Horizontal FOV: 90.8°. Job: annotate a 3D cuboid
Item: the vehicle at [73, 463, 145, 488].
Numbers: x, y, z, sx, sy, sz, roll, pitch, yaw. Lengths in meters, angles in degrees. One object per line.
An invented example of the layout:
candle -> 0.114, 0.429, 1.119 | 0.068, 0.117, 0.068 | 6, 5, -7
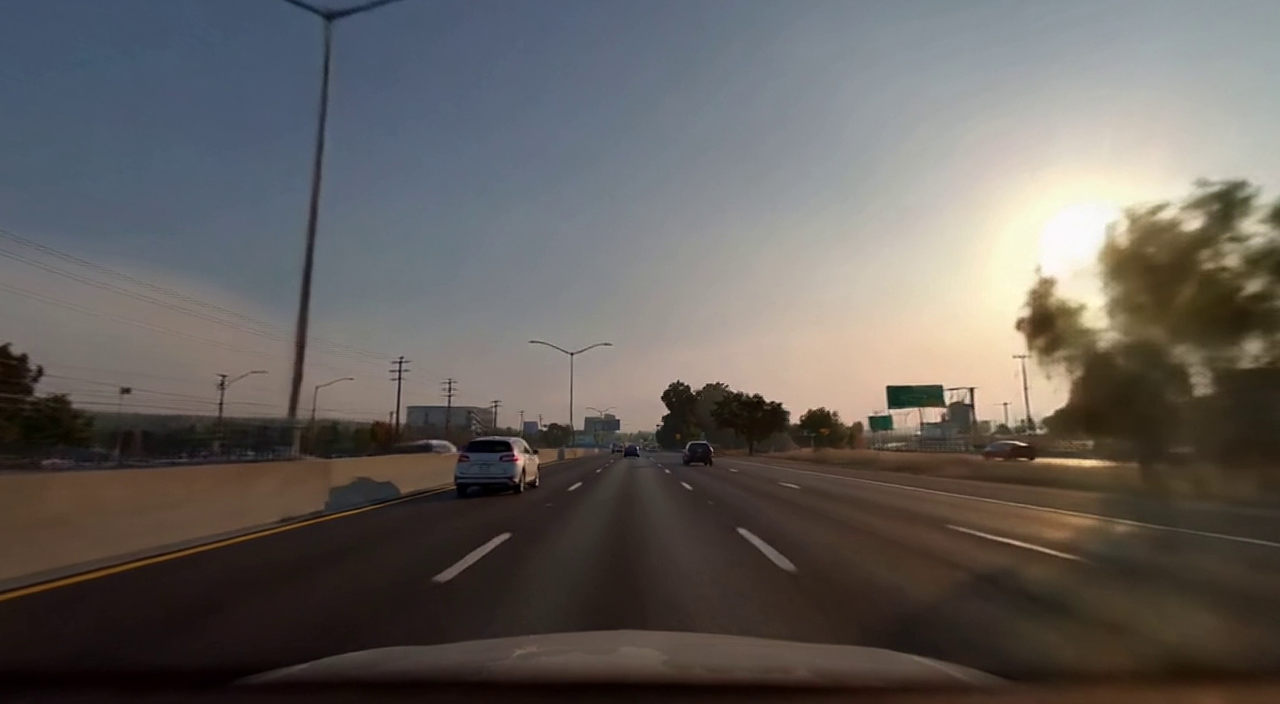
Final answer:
vehicle -> -31.251, 7.236, 37.262 | 1.486, 1.348, 3.311 | 0, -9, -4

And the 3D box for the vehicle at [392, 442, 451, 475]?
vehicle -> -9.466, 4.601, 27.553 | 1.391, 1.321, 3.191 | 0, -8, 0

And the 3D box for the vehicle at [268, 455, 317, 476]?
vehicle -> -23.917, 7.803, 43.593 | 1.505, 1.361, 3.376 | 0, -8, -2

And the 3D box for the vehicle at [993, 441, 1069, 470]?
vehicle -> 25.553, 6.766, 41.565 | 2.070, 1.782, 5.006 | -1, -8, 4

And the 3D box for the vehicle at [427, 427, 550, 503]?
vehicle -> -3.736, 2.879, 16.546 | 2.099, 1.682, 4.590 | 0, -8, 0

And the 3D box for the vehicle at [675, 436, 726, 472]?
vehicle -> 2.925, 5.070, 31.500 | 1.997, 1.638, 4.281 | 0, -8, -1
